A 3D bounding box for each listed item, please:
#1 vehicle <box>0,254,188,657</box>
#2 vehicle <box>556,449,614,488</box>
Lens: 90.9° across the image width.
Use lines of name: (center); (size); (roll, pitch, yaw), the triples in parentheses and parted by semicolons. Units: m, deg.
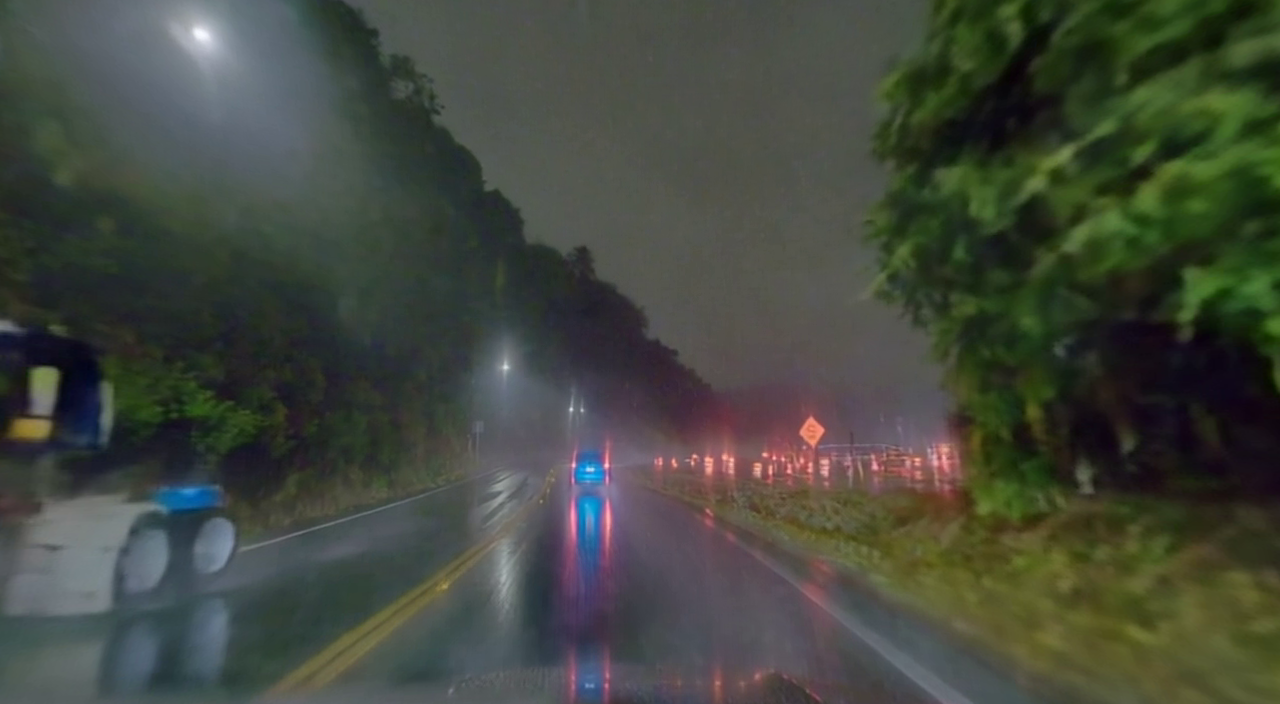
vehicle: (-5.316, 0.594, 3.570); (2.257, 2.597, 4.069); (0, -8, 2)
vehicle: (-2.470, 4.966, 27.264); (2.259, 1.503, 4.075); (1, -9, -8)
